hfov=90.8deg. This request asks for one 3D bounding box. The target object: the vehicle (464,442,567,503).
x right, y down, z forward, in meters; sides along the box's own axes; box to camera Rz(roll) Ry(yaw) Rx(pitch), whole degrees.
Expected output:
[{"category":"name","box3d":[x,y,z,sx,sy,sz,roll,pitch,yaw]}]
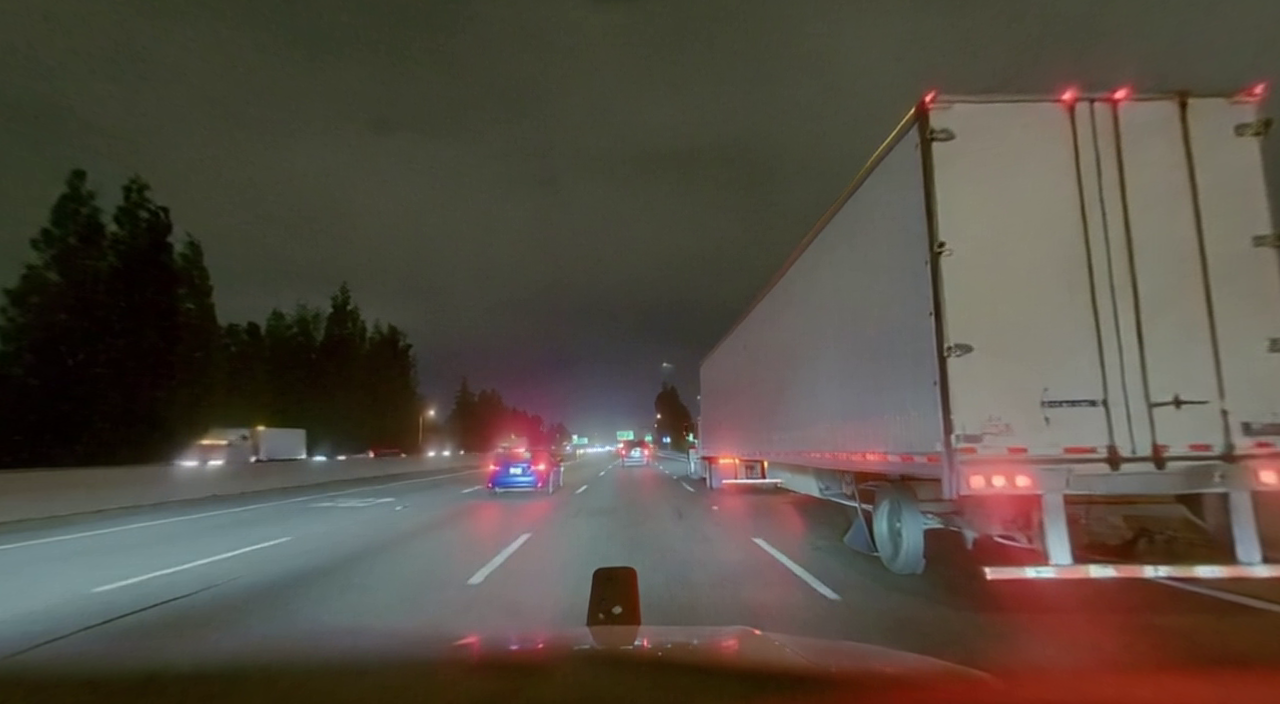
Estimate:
[{"category":"vehicle","box3d":[-3.177,3.162,17.051,1.864,1.406,4.544,0,-9,0]}]

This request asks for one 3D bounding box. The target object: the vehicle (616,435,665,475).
[{"category":"vehicle","box3d":[0.009,5.061,31.156,2.203,1.805,4.358,0,-9,0]}]

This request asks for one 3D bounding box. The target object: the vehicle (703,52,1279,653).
[{"category":"vehicle","box3d":[3.452,1.012,11.727,2.876,4.086,15.117,0,-9,-1]}]
